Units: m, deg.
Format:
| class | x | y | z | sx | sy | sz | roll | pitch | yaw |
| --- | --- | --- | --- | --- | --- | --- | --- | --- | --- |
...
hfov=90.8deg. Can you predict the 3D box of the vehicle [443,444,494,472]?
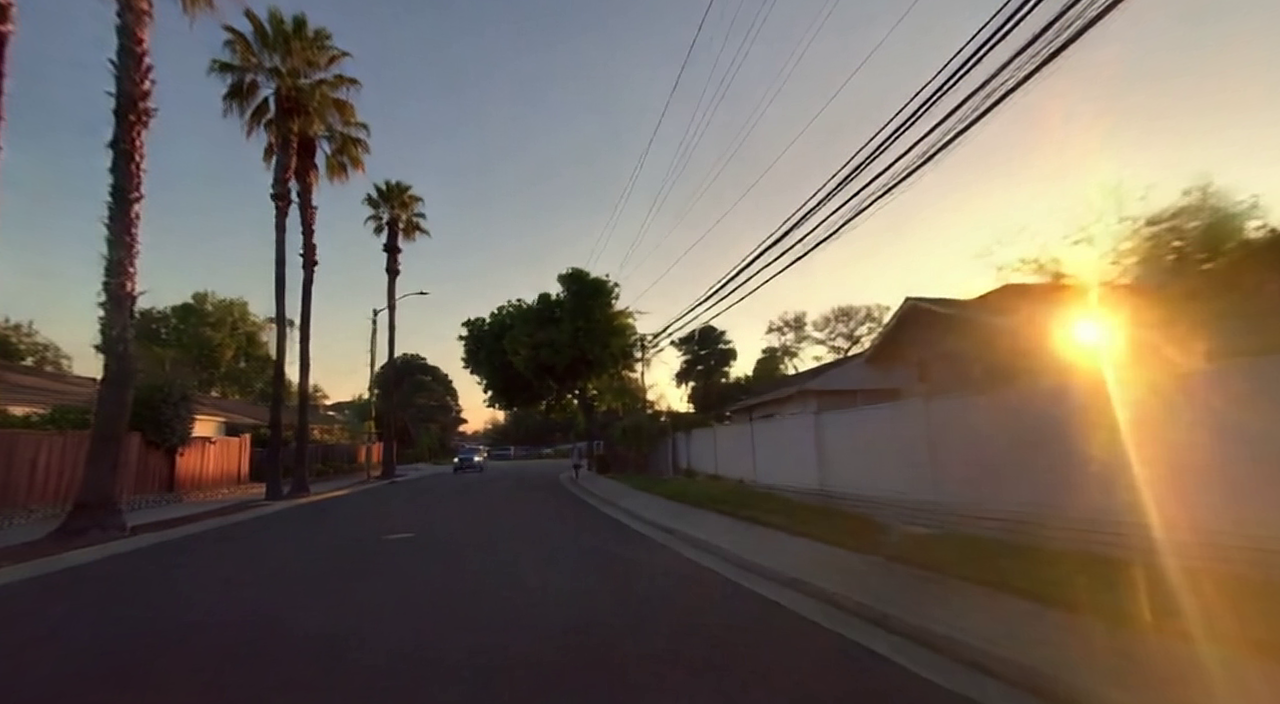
| class | x | y | z | sx | sy | sz | roll | pitch | yaw |
| --- | --- | --- | --- | --- | --- | --- | --- | --- | --- |
| vehicle | -11.302 | 6.989 | 41.957 | 2.208 | 1.758 | 4.529 | 1 | -9 | -2 |
